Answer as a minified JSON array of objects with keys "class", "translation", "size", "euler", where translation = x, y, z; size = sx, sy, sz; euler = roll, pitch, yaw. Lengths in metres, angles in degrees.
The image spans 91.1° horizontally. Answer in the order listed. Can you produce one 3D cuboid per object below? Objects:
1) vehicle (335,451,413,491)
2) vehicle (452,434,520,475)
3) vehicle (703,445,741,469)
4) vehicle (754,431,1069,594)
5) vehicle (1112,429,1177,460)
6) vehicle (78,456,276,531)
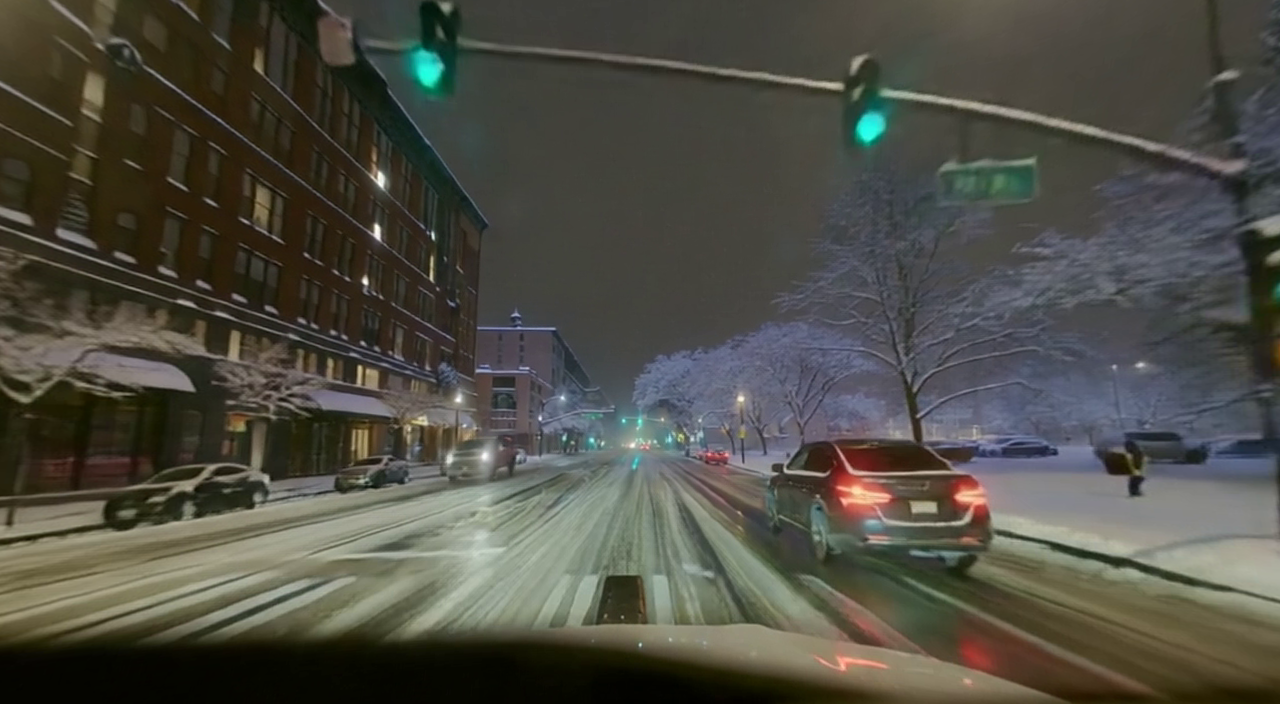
[{"class":"vehicle","translation":[-12.237,5.485,29.221],"size":[1.867,1.583,4.108],"euler":[-1,-8,0]},{"class":"vehicle","translation":[-8.352,5.603,34.604],"size":[2.379,2.086,5.321],"euler":[0,-8,0]},{"class":"vehicle","translation":[6.006,7.685,46.221],"size":[2.003,1.626,4.480],"euler":[0,-8,-2]},{"class":"vehicle","translation":[2.985,1.849,8.197],"size":[2.080,1.524,4.348],"euler":[0,-8,-1]},{"class":"vehicle","translation":[32.400,5.981,40.484],"size":[2.005,1.825,4.889],"euler":[-5,-10,25]},{"class":"vehicle","translation":[-12.233,3.717,17.073],"size":[1.910,1.511,4.565],"euler":[-1,-7,0]}]
